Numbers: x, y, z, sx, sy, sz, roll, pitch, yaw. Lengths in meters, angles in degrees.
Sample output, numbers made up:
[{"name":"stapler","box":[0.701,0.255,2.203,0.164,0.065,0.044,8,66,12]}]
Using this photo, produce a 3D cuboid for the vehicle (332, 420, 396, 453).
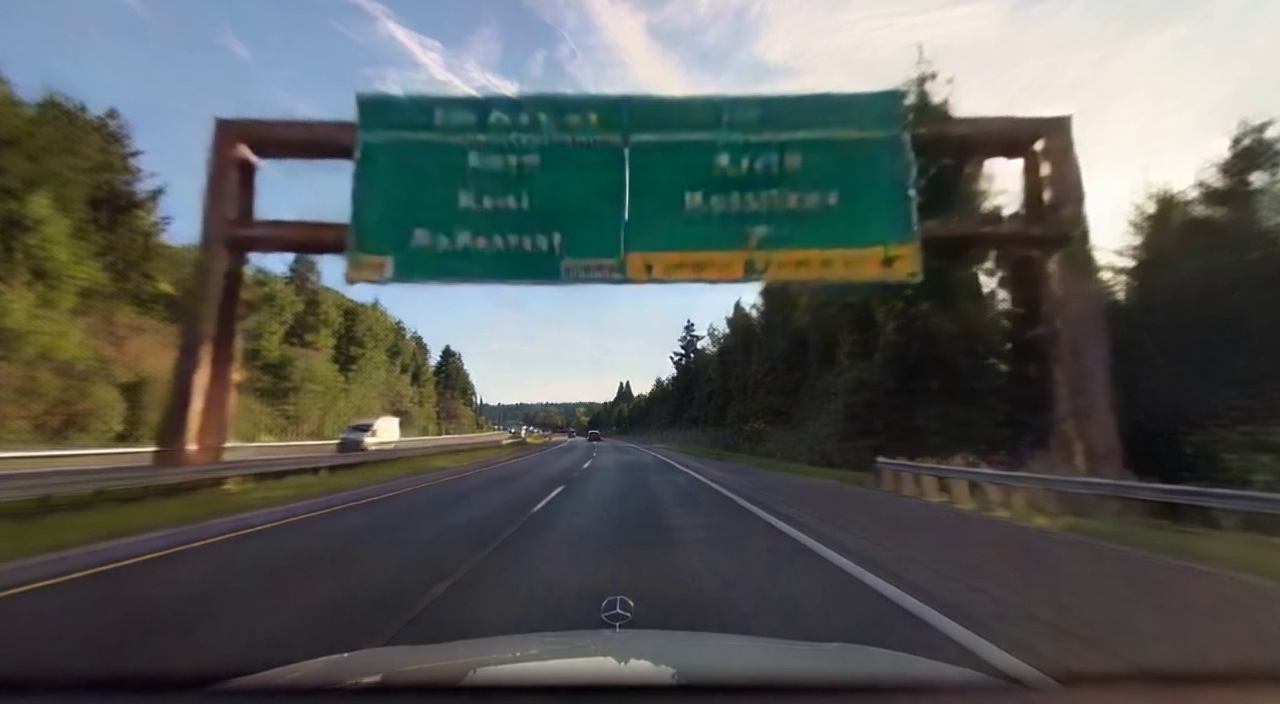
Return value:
[{"name":"vehicle","box":[-17.380,5.365,39.976,2.067,1.971,4.840,0,-8,-2]}]
